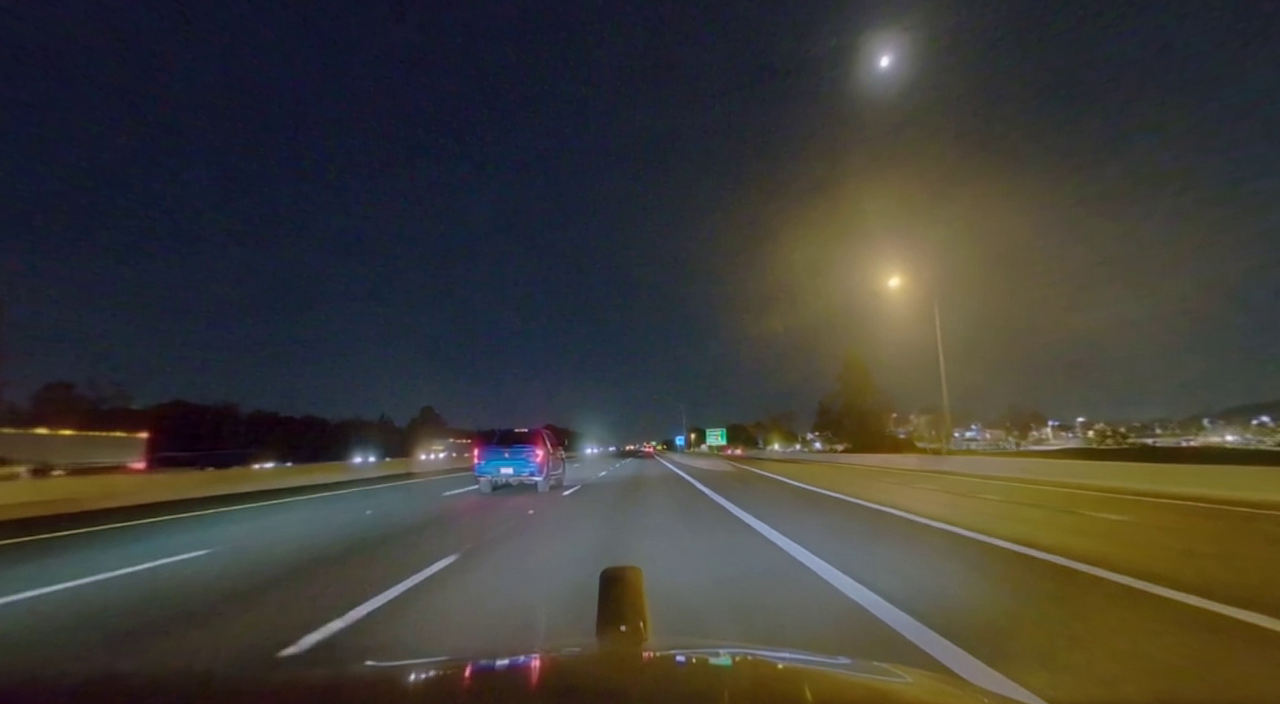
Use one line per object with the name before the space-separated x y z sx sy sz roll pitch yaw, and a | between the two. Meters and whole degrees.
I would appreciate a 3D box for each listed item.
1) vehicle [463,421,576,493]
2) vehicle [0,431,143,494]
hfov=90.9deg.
vehicle | -3.803 3.511 21.368 2.601 2.084 6.068 0 -9 1
vehicle | -37.171 6.682 38.694 2.775 3.481 12.946 0 -9 0
